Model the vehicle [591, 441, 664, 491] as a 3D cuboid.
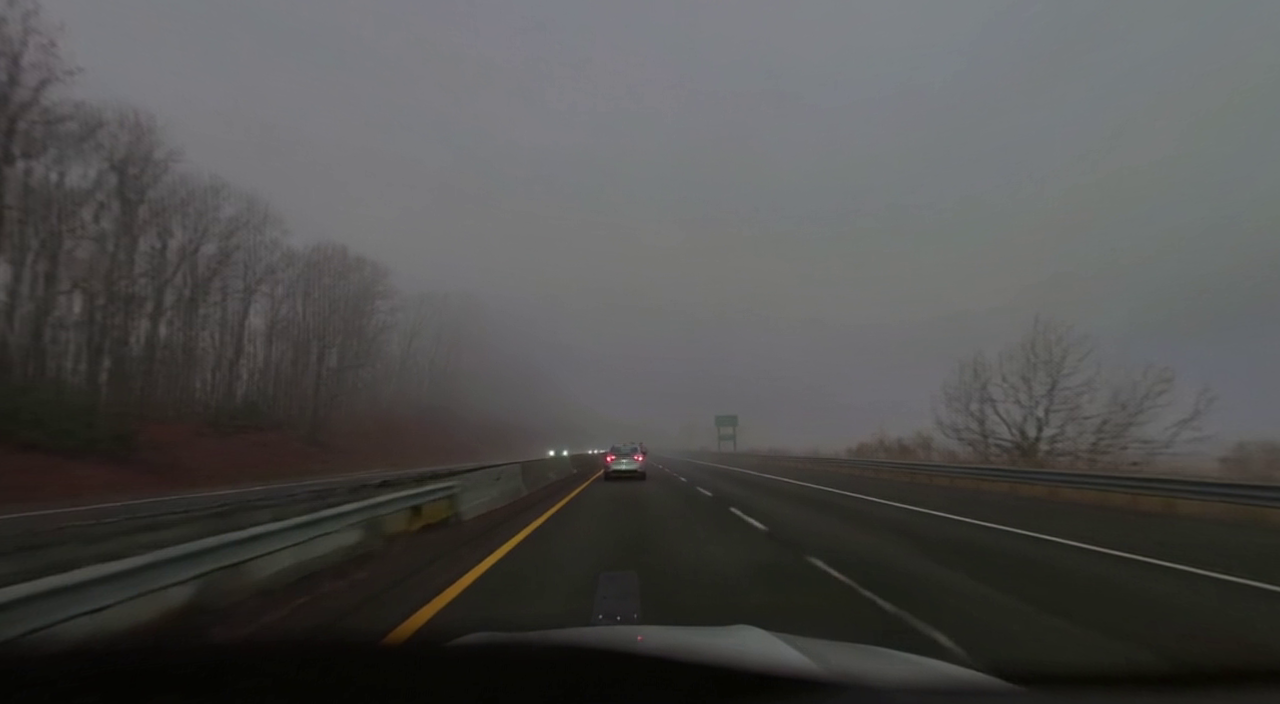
[{"bbox_3d":[-0.436,3.811,21.263,2.244,1.506,4.097,0,-9,-1],"label":"vehicle"}]
